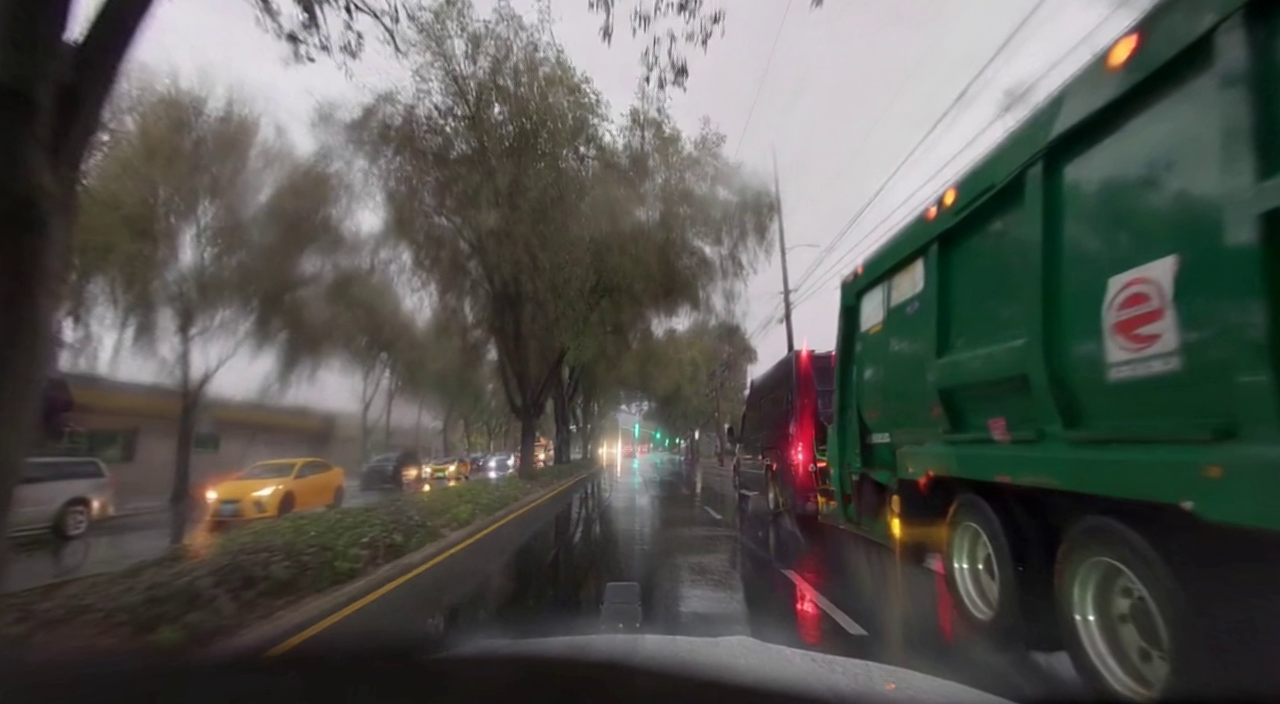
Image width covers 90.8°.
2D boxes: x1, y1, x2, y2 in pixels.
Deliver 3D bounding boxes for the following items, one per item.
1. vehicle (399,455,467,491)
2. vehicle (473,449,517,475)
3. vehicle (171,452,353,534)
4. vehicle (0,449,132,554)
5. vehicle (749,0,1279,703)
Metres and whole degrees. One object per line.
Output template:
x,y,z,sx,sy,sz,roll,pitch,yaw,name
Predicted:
-9.825,5.749,30.317,1.953,1.539,4.326,0,-9,-2,vehicle
-10.339,7.864,45.406,2.089,1.754,4.573,0,-9,-1,vehicle
-9.361,3.463,16.204,1.959,1.749,4.488,0,-9,-2,vehicle
-13.376,2.979,12.481,2.281,1.982,5.537,-3,-8,-2,vehicle
3.604,0.630,6.901,2.731,3.407,10.262,0,-9,-1,vehicle
